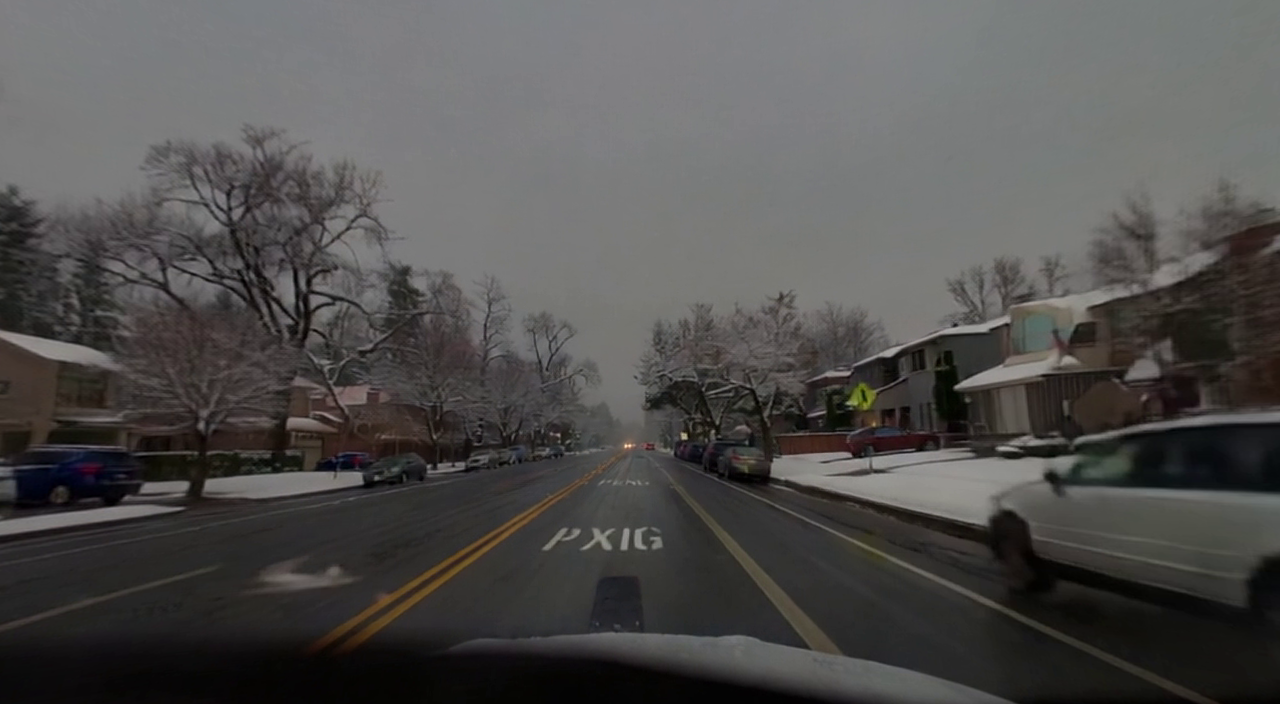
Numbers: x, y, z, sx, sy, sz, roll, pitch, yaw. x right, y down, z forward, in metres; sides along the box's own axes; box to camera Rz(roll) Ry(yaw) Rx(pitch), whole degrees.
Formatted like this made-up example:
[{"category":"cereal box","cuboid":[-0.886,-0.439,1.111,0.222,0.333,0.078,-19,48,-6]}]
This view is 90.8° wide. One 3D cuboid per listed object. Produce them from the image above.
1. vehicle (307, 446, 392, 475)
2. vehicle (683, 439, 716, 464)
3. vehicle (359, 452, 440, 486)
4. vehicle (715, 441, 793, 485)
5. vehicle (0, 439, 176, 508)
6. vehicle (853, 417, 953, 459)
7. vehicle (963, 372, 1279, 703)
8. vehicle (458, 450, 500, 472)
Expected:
[{"category":"vehicle","cuboid":[-17.903,6.673,39.037,4.310,1.705,1.905,-1,-9,3]},{"category":"vehicle","cuboid":[4.405,7.455,47.421,1.993,1.743,4.525,0,-9,-1]},{"category":"vehicle","cuboid":[-11.547,5.631,30.729,2.079,1.509,4.591,0,-9,1]},{"category":"vehicle","cuboid":[4.305,4.298,24.728,1.920,1.541,4.709,0,-9,-3]},{"category":"vehicle","cuboid":[-17.617,3.641,19.288,5.764,1.898,2.201,-2,-9,13]},{"category":"vehicle","cuboid":[13.224,4.381,31.963,4.180,1.707,2.083,4,-9,1]},{"category":"vehicle","cuboid":[4.312,1.112,4.091,2.027,1.751,4.433,0,-9,0]},{"category":"vehicle","cuboid":[-11.687,7.940,46.151,1.867,1.452,4.331,-1,-9,1]}]
